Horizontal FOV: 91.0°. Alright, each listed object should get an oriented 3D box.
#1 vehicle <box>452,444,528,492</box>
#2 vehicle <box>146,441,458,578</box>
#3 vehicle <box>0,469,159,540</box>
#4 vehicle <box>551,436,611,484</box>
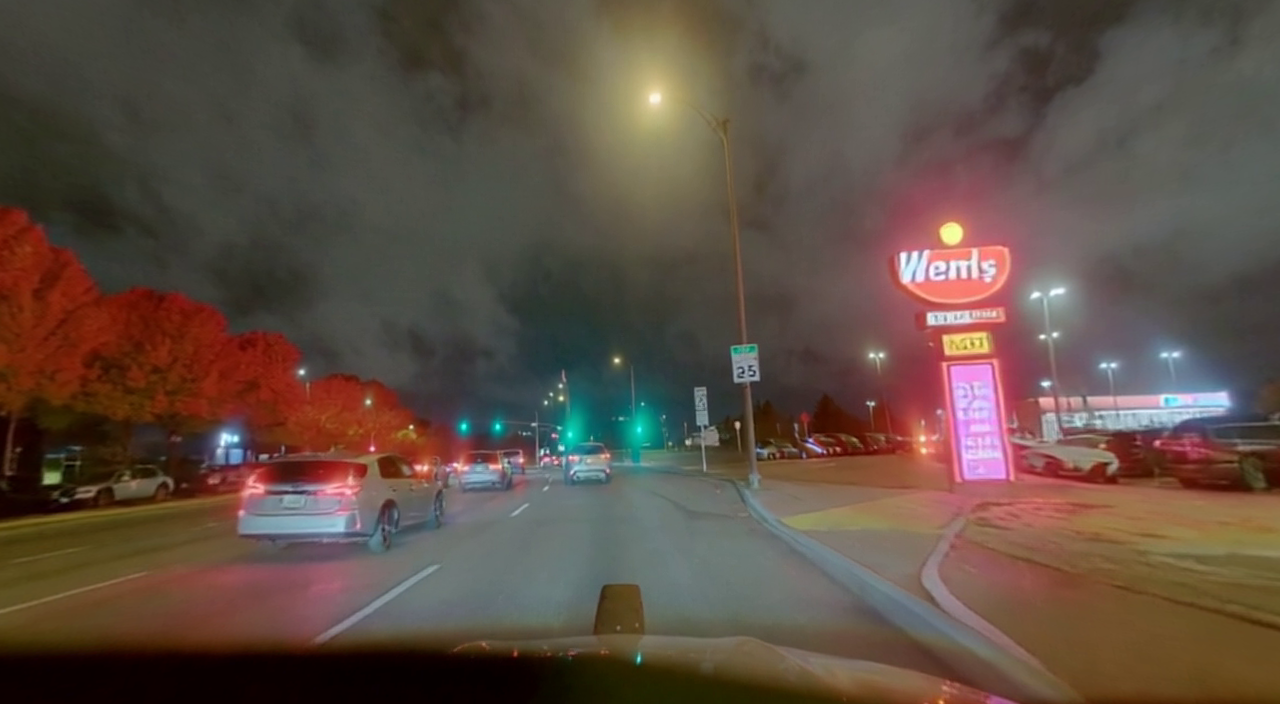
[{"bbox_3d":[-5.287,4.139,22.861,1.974,1.549,4.603,2,-9,-5],"label":"vehicle"},{"bbox_3d":[-4.590,2.192,9.832,2.090,1.506,5.326,1,-9,-2],"label":"vehicle"},{"bbox_3d":[-16.509,4.185,17.847,1.954,1.539,4.690,1,-9,1],"label":"vehicle"},{"bbox_3d":[-2.377,4.269,25.117,2.144,1.704,4.028,2,-9,-6],"label":"vehicle"}]
